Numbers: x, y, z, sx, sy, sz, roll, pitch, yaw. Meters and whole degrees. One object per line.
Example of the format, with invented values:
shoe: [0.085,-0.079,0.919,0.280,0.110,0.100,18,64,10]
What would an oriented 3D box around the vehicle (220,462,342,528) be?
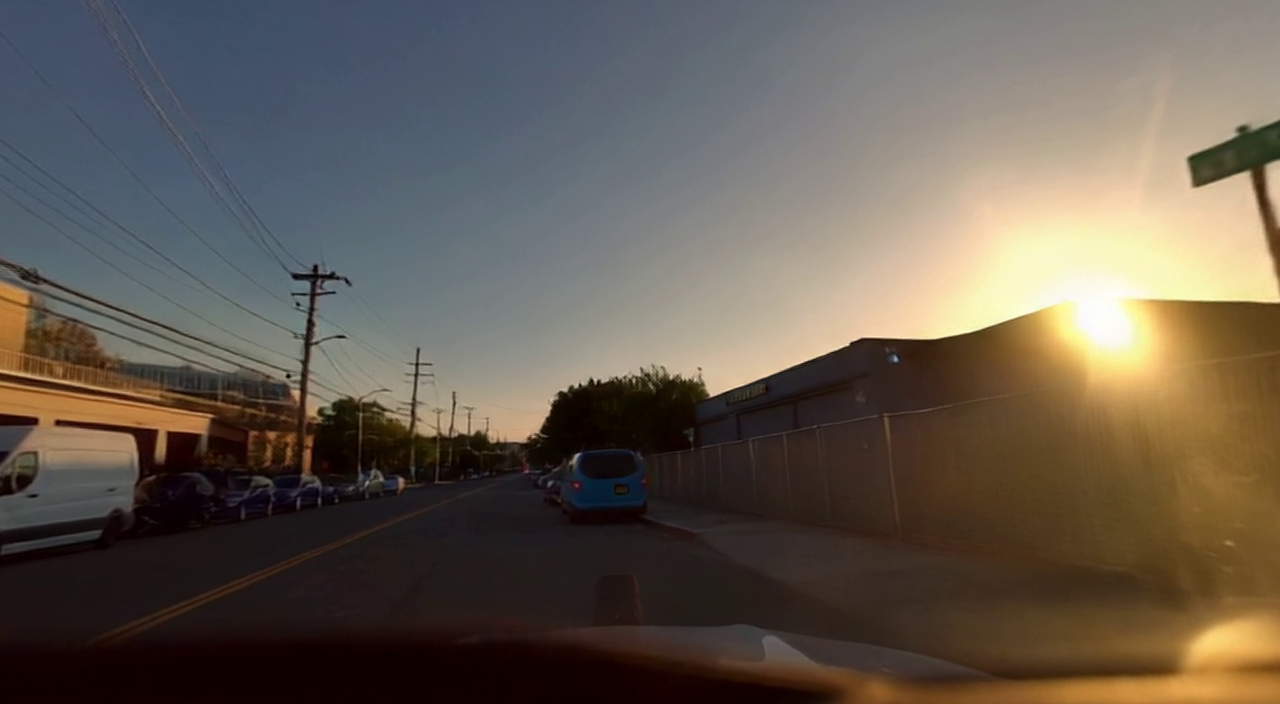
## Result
vehicle: [-13.224,5.227,23.811,2.304,1.937,5.720,1,-9,-12]

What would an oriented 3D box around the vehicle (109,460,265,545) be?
vehicle: [-12.071,3.952,17.218,1.857,1.908,4.081,2,-9,-12]

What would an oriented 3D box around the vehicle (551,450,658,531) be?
vehicle: [-1.300,4.057,19.407,2.327,2.021,5.850,2,-9,-12]

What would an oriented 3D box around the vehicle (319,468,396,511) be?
vehicle: [-15.322,7.436,34.677,2.504,1.919,5.658,2,-9,-10]

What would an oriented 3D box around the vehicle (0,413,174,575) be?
vehicle: [-10.955,2.546,11.251,2.435,2.308,4.937,-2,-10,-13]
